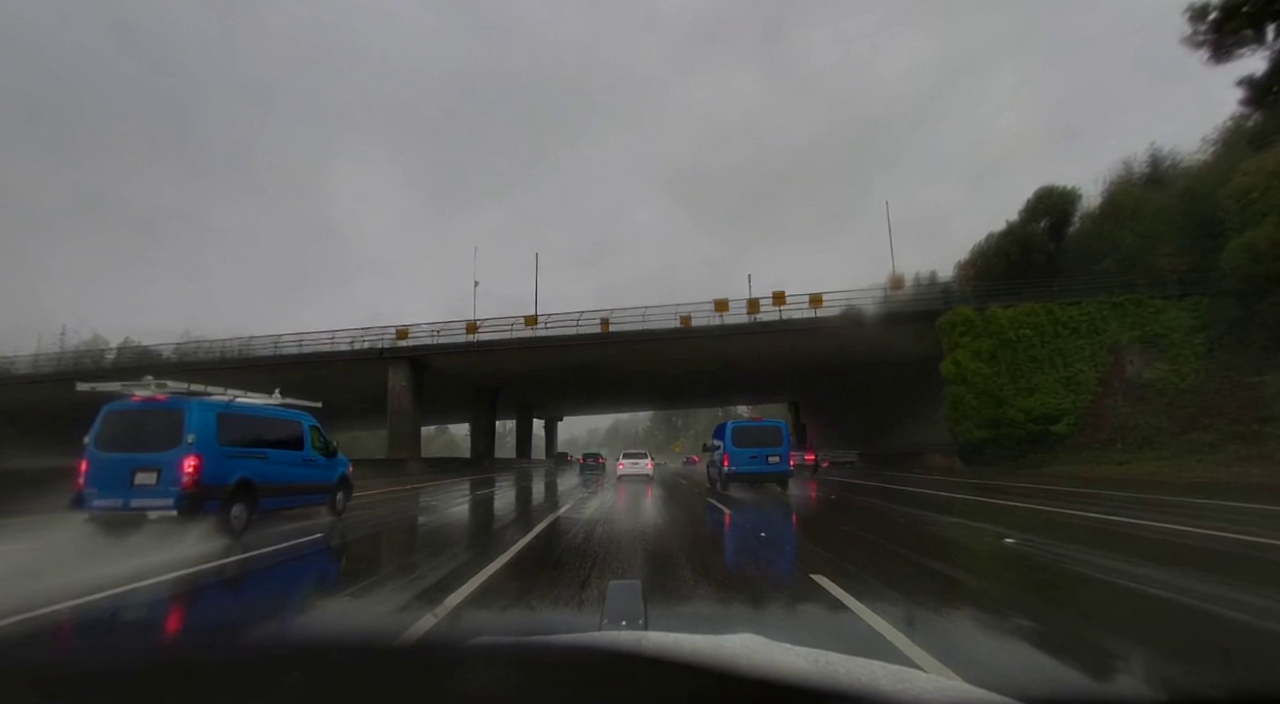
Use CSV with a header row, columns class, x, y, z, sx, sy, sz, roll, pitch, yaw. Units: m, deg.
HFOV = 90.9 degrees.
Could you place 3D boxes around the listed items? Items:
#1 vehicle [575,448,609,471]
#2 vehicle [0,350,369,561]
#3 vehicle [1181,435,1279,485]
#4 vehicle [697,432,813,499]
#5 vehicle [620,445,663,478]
class,x,y,z,sx,sy,sz,roll,pitch,yaw
vehicle,-3.286,7.495,44.193,1.970,1.483,4.071,0,-9,1
vehicle,-7.526,1.800,11.404,2.336,2.708,6.421,0,-9,0
vehicle,23.286,3.998,23.363,1.982,1.748,4.713,2,-9,-6
vehicle,3.581,3.697,21.095,2.777,1.895,5.710,0,-9,0
vehicle,0.084,5.731,33.401,2.115,1.617,4.102,0,-9,1
